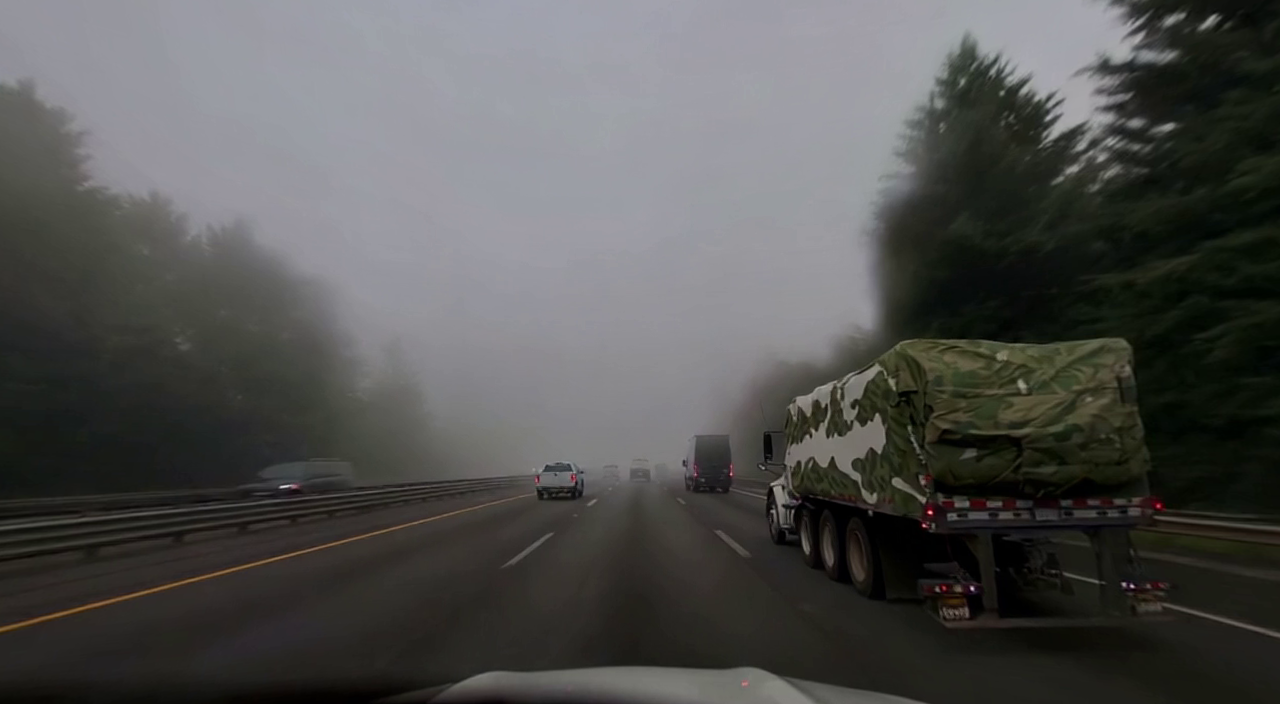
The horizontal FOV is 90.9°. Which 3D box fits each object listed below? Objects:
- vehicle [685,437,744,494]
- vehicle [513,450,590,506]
[{"bbox_3d":[4.148,6.512,36.098,2.703,2.988,5.097,1,-10,0],"label":"vehicle"},{"bbox_3d":[-3.264,4.808,24.230,2.204,1.852,4.661,1,-10,1],"label":"vehicle"}]
